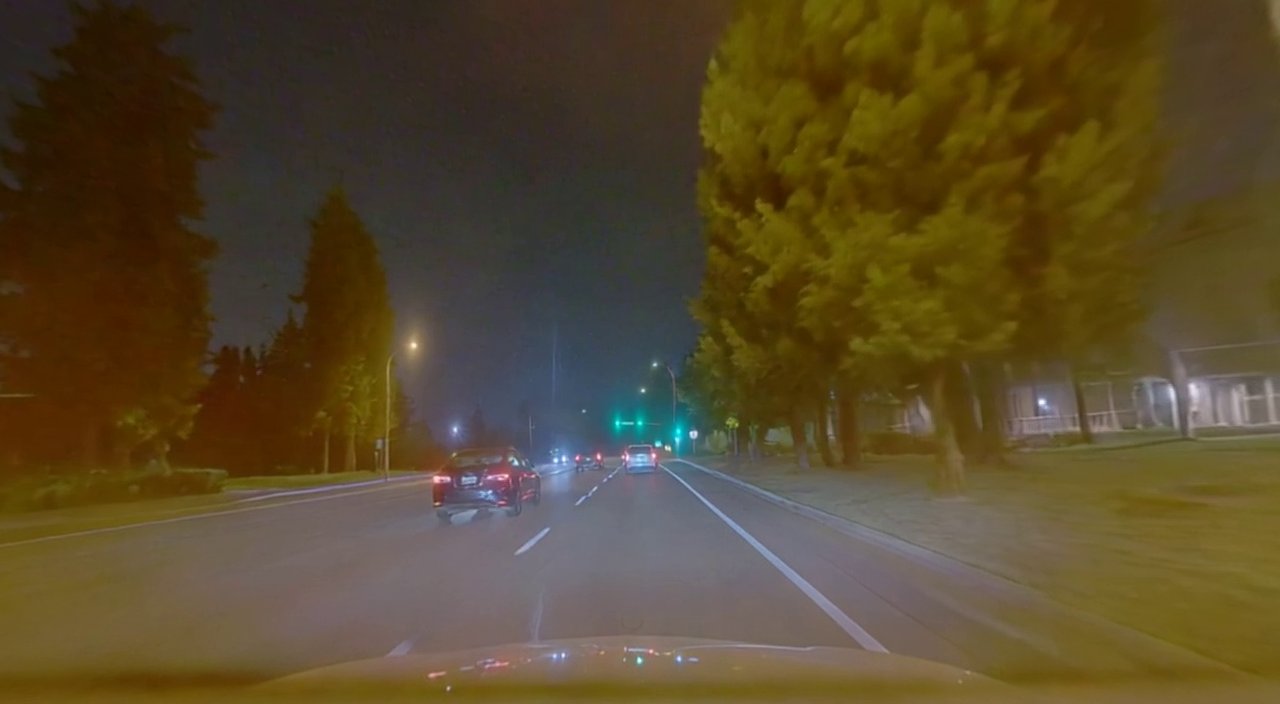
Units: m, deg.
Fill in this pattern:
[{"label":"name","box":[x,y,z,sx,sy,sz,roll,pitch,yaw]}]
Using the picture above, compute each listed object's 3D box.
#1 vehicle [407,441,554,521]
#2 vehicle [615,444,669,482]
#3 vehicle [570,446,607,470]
[{"label":"vehicle","box":[-3.245,2.706,13.841,2.030,1.467,4.403,0,-8,1]},{"label":"vehicle","box":[0.078,4.542,26.095,2.065,1.456,4.099,0,-8,0]},{"label":"vehicle","box":[-3.344,6.976,41.766,2.114,1.500,3.912,0,-8,0]}]
